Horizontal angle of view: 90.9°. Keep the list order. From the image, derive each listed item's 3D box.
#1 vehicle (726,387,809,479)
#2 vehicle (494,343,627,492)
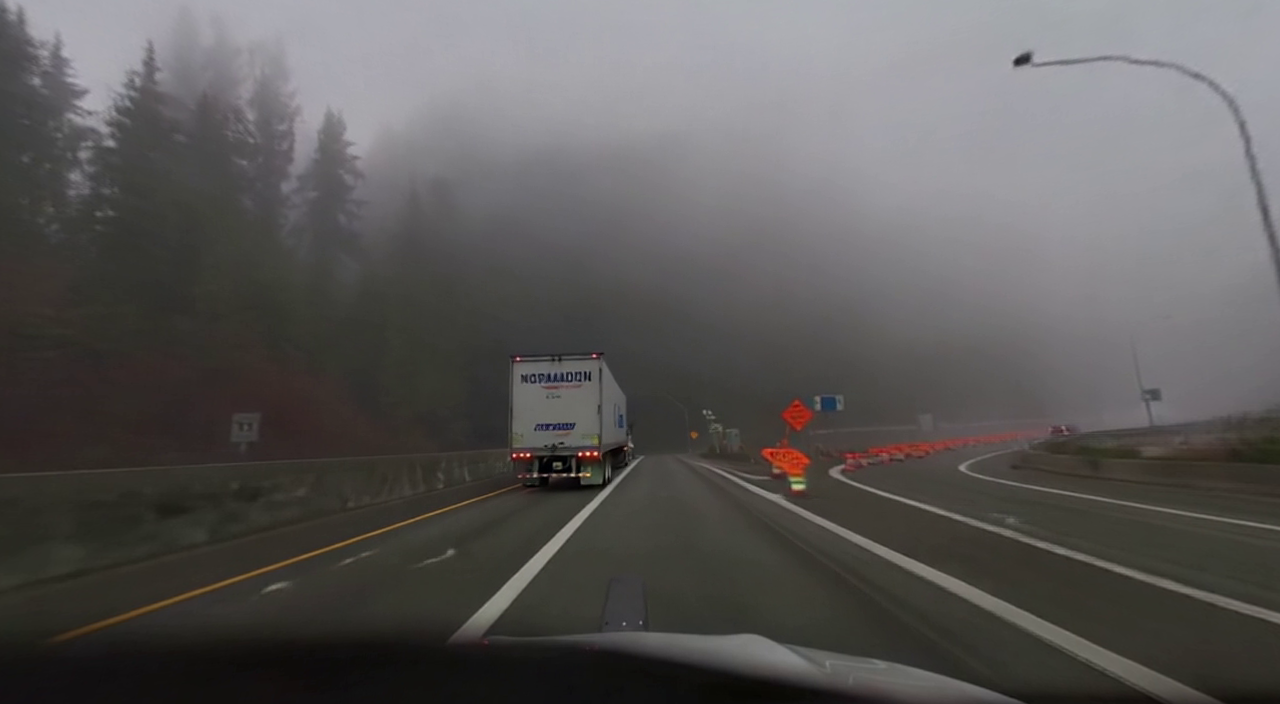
[{"bbox_3d":[5.183,3.380,26.196,2.928,3.571,3.032,-1,-8,5],"label":"vehicle"},{"bbox_3d":[-2.317,2.946,25.418,2.873,4.060,16.327,0,-8,1],"label":"vehicle"}]
